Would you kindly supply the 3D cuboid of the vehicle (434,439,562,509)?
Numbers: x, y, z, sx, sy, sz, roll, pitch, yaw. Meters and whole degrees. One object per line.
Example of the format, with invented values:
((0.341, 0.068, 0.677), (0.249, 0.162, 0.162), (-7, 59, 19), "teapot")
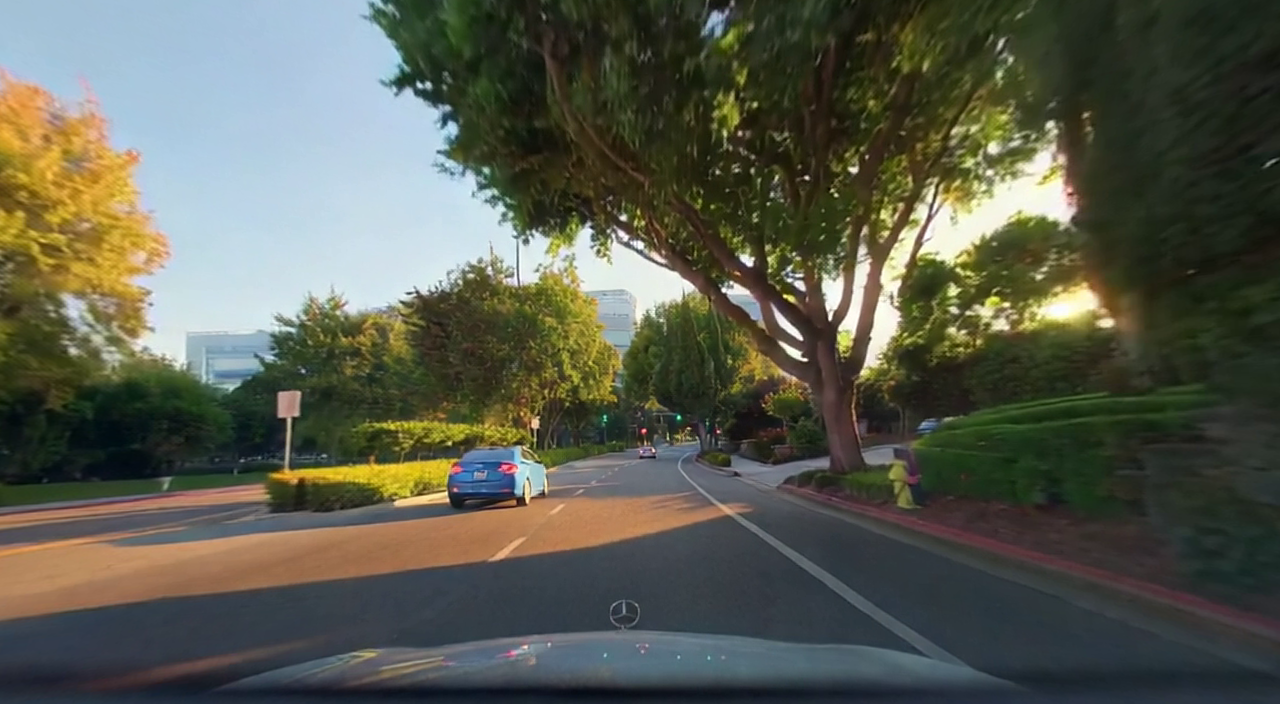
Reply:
((-3.322, 2.959, 15.864), (2.038, 1.486, 4.678), (0, -9, 1), "vehicle")
